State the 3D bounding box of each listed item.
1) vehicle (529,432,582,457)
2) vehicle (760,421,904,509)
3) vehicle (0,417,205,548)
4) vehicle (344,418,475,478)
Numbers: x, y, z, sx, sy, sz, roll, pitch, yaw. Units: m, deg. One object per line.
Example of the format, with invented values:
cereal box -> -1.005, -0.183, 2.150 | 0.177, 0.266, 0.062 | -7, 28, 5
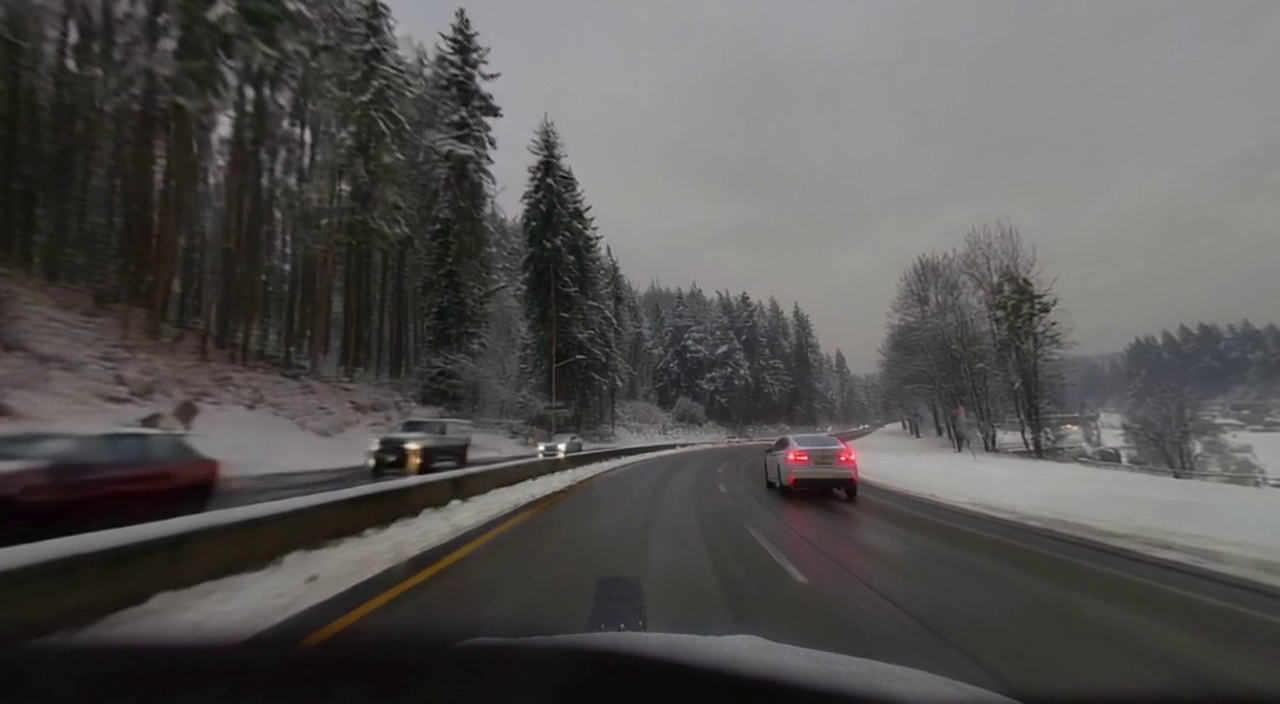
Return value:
vehicle -> -5.227, 5.793, 39.494 | 1.931, 1.492, 4.374 | -2, -8, 11
vehicle -> 4.164, 2.520, 14.525 | 2.112, 1.708, 4.380 | -1, -8, 3
vehicle -> -8.298, 1.664, 8.344 | 1.814, 1.508, 4.342 | -1, -8, 3
vehicle -> -7.552, 3.226, 21.293 | 2.222, 1.768, 4.699 | -1, -8, 6
